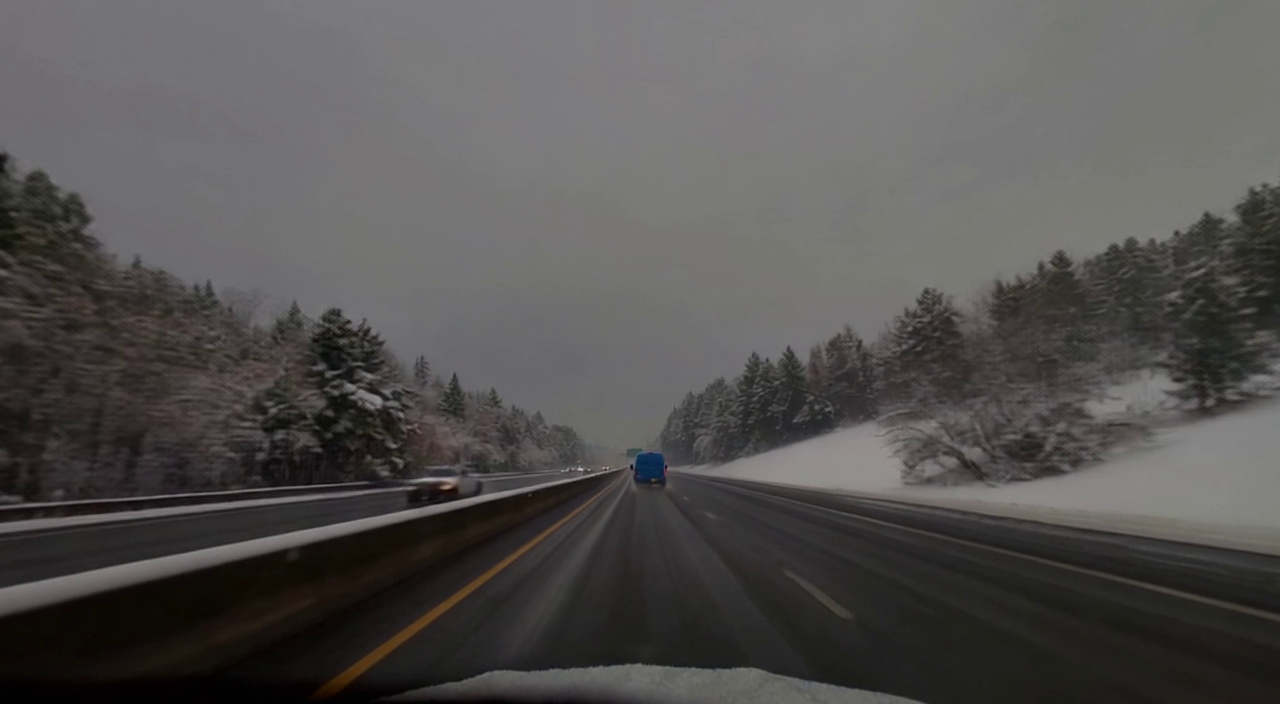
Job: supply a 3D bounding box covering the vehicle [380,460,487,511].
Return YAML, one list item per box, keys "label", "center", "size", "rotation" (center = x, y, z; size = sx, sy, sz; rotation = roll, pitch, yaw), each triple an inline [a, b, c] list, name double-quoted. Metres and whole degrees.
- label: "vehicle"
  center: [-7.861, 5.153, 24.613]
  size: [2.509, 1.758, 4.648]
  rotation: [1, -11, 1]

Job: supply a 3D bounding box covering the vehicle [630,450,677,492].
- label: "vehicle"
  center: [0.699, 6.737, 35.744]
  size: [2.429, 2.167, 4.558]
  rotation: [1, -11, -1]
